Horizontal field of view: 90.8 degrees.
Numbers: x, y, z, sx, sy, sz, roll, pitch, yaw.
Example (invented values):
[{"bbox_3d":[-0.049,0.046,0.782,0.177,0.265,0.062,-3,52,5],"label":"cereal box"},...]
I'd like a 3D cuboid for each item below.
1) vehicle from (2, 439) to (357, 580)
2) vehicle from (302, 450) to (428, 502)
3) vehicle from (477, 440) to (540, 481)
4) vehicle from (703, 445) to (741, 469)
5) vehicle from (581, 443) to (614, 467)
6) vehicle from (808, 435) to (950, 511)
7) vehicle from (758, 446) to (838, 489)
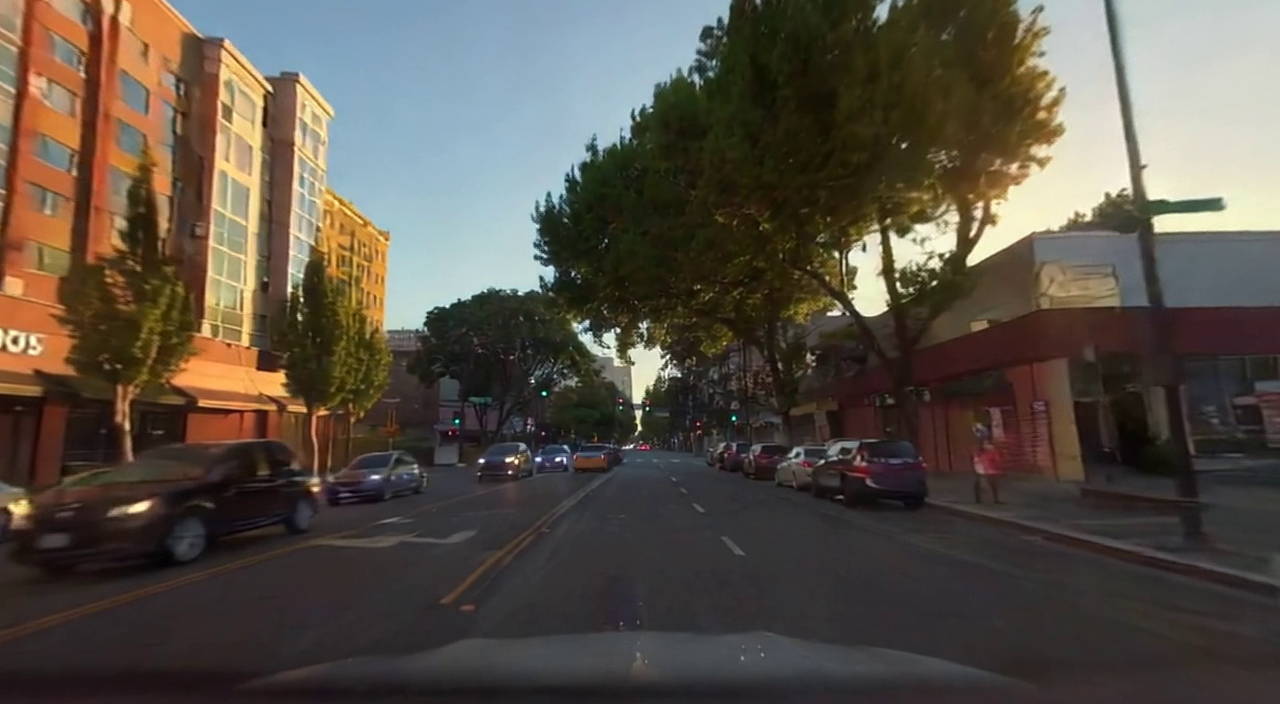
[{"bbox_3d":[-6.089,2.074,9.222,1.898,1.532,4.337,0,-9,0],"label":"vehicle"},{"bbox_3d":[-9.001,4.072,21.231,2.191,1.472,4.684,0,-9,-1],"label":"vehicle"},{"bbox_3d":[-6.115,5.097,29.922,2.020,1.754,4.442,0,-9,0],"label":"vehicle"},{"bbox_3d":[5.754,7.408,44.776,2.011,1.603,4.395,0,-9,-1],"label":"vehicle"},{"bbox_3d":[-3.230,7.938,48.852,2.168,1.784,4.681,0,-9,1],"label":"vehicle"},{"bbox_3d":[6.070,3.099,16.720,2.047,1.720,4.353,0,-9,0],"label":"vehicle"},{"bbox_3d":[5.877,4.327,24.108,1.834,1.454,4.410,0,-9,-1],"label":"vehicle"}]
